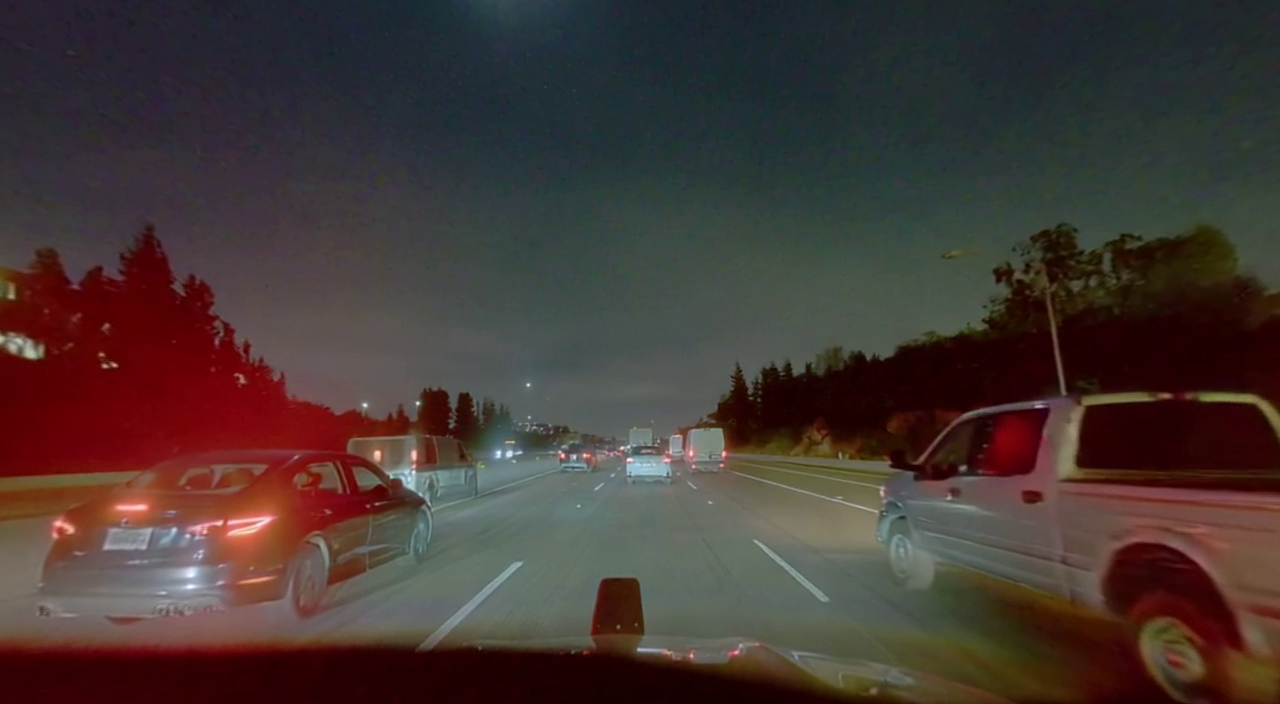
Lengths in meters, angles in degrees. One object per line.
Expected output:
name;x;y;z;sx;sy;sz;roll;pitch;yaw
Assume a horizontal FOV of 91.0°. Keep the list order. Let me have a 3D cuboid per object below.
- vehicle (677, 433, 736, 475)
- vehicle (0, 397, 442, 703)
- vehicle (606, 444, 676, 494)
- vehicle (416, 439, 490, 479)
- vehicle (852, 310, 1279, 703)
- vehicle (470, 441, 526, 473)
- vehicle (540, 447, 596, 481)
vehicle;3.508;5.547;34.370;2.460;2.086;5.576;0;-9;-1
vehicle;-3.353;1.352;5.243;1.956;1.602;4.258;0;-9;1
vehicle;0.034;3.757;20.593;2.053;1.461;3.941;0;-9;0
vehicle;-8.915;5.134;30.516;2.187;1.776;4.518;0;-9;0
vehicle;3.397;1.020;4.050;2.196;1.773;5.352;0;-9;0
vehicle;-8.358;6.220;37.407;2.168;1.749;4.698;0;-9;1
vehicle;-3.298;5.194;29.506;2.062;1.459;4.365;0;-9;1
